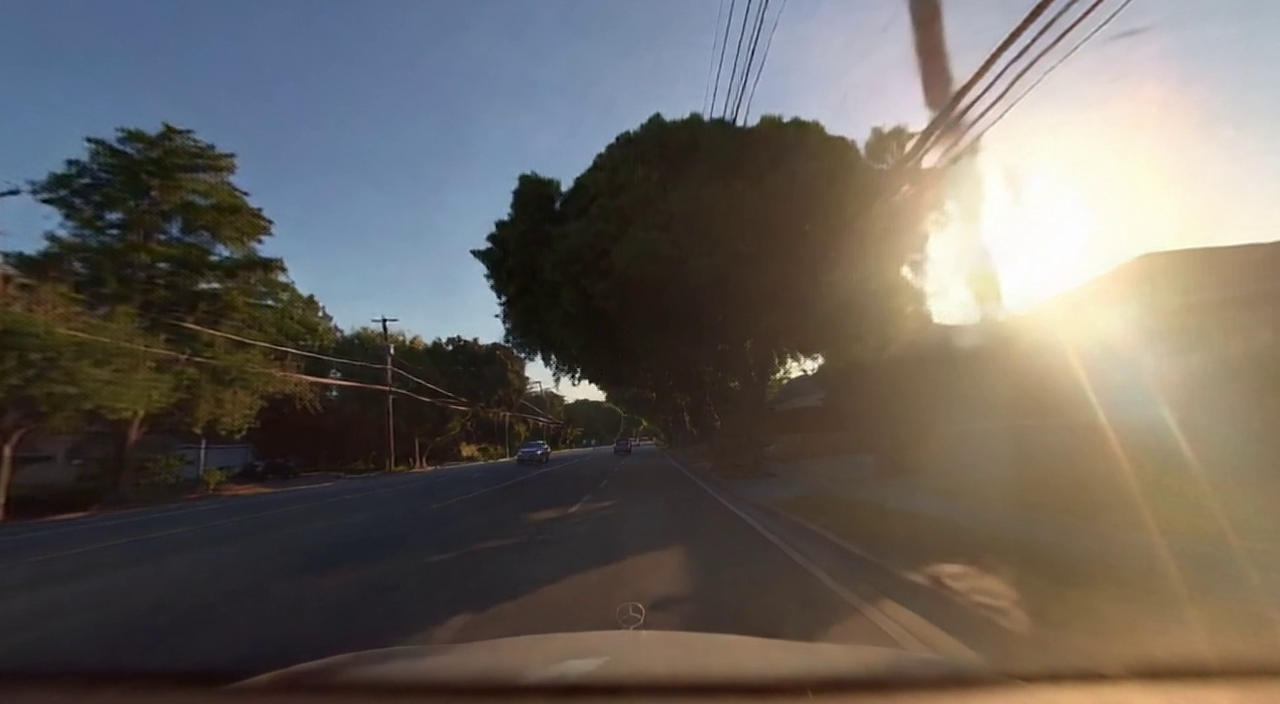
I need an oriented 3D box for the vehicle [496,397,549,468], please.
[{"bbox_3d":[-6.603,4.580,35.794,2.365,3.642,3.374,-4,-8,-4],"label":"vehicle"}]
